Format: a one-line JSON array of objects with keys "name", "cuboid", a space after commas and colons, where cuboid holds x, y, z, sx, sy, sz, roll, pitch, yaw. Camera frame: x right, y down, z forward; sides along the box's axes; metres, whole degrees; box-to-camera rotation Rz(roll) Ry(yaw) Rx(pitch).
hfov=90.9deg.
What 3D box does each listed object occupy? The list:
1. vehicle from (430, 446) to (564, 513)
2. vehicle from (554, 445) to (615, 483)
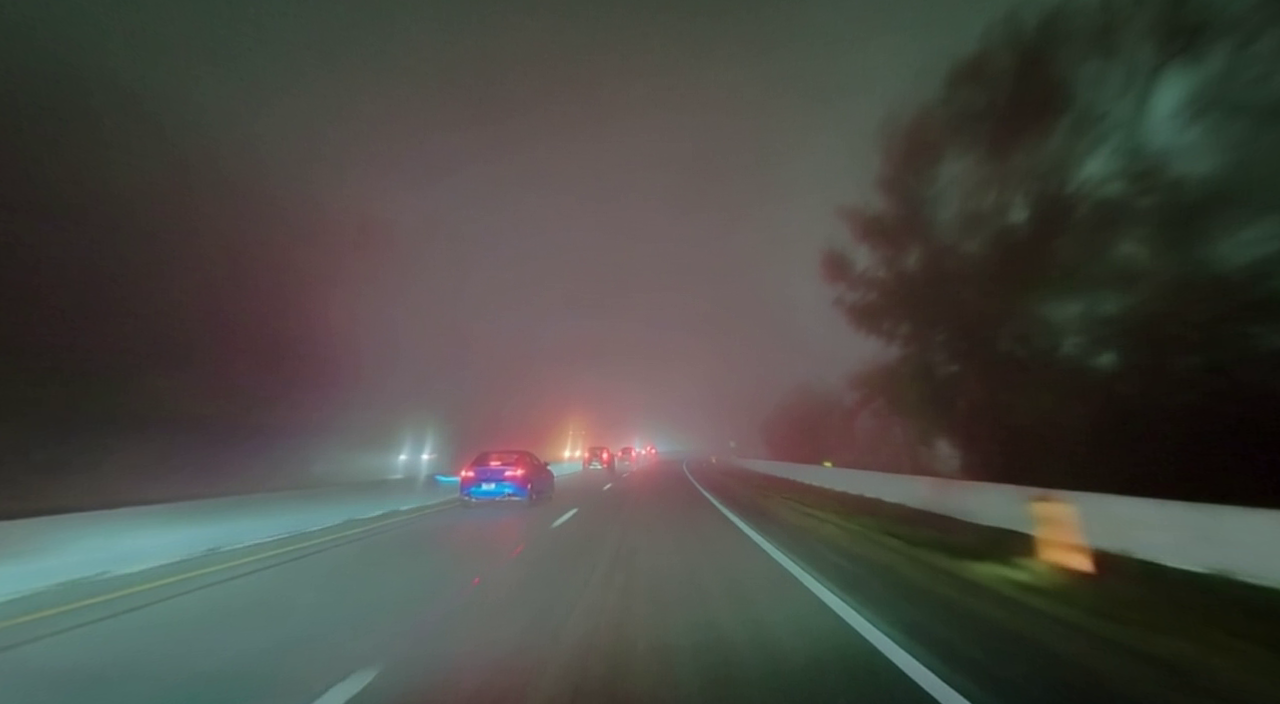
[{"name": "vehicle", "cuboid": [-3.115, 2.882, 14.662, 2.061, 1.330, 3.928, 0, -9, 2]}, {"name": "vehicle", "cuboid": [-2.302, 4.794, 27.253, 2.094, 1.480, 4.124, -1, -9, 3]}]
